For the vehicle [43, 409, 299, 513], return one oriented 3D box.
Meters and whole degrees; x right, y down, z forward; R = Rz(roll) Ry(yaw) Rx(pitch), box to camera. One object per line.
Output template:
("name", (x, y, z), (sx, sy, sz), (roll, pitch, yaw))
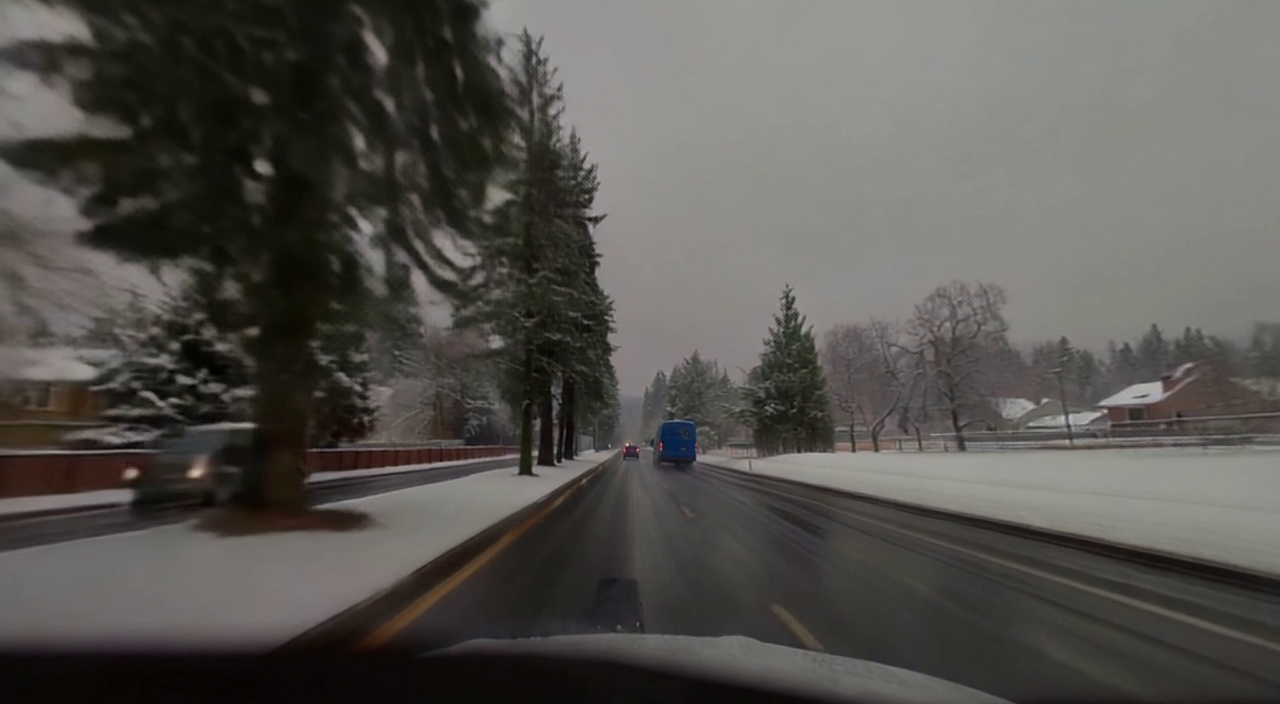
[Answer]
("vehicle", (-12.275, 2.907, 17.369), (2.418, 2.348, 5.867), (0, -8, 1))
